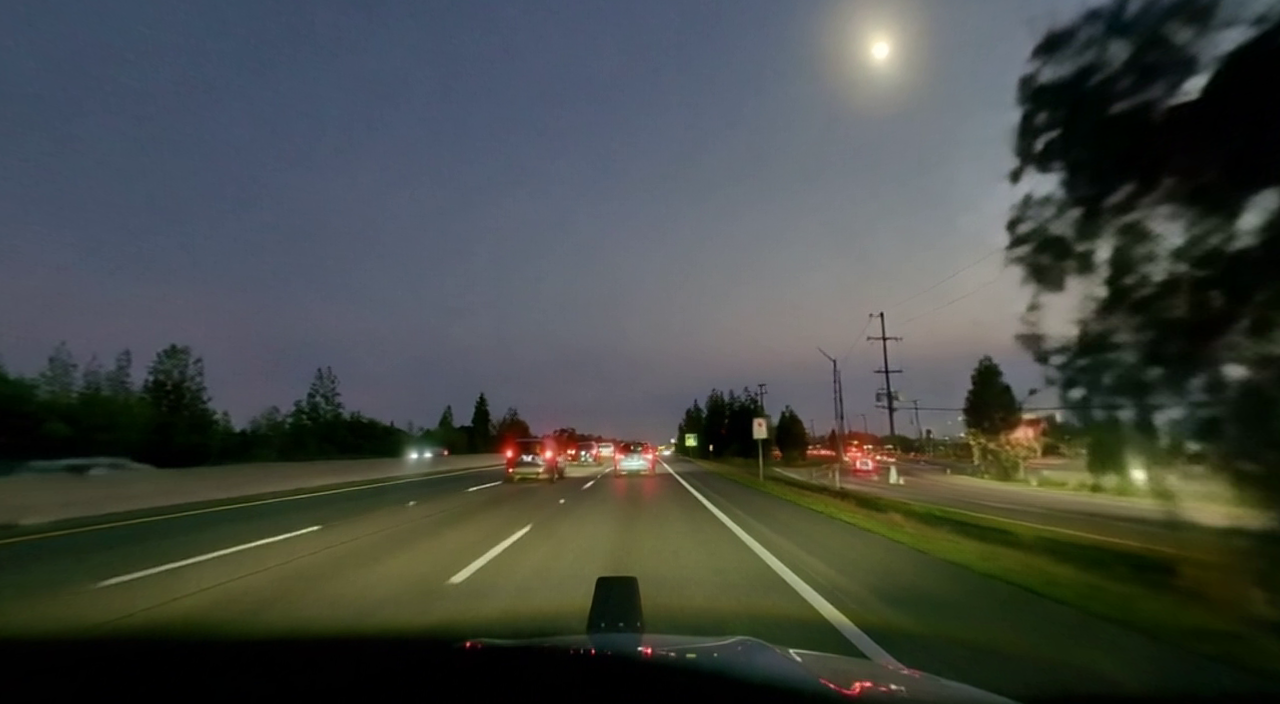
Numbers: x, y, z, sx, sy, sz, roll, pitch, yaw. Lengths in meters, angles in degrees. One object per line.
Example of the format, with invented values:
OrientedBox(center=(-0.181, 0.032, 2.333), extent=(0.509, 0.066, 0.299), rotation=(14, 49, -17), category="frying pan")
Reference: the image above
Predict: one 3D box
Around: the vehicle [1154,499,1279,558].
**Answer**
OrientedBox(center=(20.120, 5.865, 21.352), extent=(1.801, 1.469, 4.315), rotation=(-3, -10, 2), category="vehicle")

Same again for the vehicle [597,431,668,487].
OrientedBox(center=(-0.234, 3.856, 22.927), extent=(2.319, 1.813, 4.274), rotation=(0, -8, 0), category="vehicle")

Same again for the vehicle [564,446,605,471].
OrientedBox(center=(-3.379, 6.587, 39.297), extent=(2.092, 1.464, 4.466), rotation=(0, -9, 1), category="vehicle")

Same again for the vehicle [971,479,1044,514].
OrientedBox(center=(21.588, 8.482, 37.293), extent=(1.820, 1.768, 4.621), rotation=(-3, -10, 6), category="vehicle")

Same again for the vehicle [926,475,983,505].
OrientedBox(center=(21.804, 9.563, 43.950), extent=(1.826, 1.625, 4.758), rotation=(-1, -8, 5), category="vehicle")

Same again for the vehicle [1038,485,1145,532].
OrientedBox(center=(19.868, 6.865, 28.003), extent=(1.832, 1.624, 4.158), rotation=(-1, -8, 4), category="vehicle")

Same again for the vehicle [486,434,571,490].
OrientedBox(center=(-3.844, 3.888, 22.617), extent=(2.104, 1.754, 4.515), rotation=(0, -8, 1), category="vehicle")
